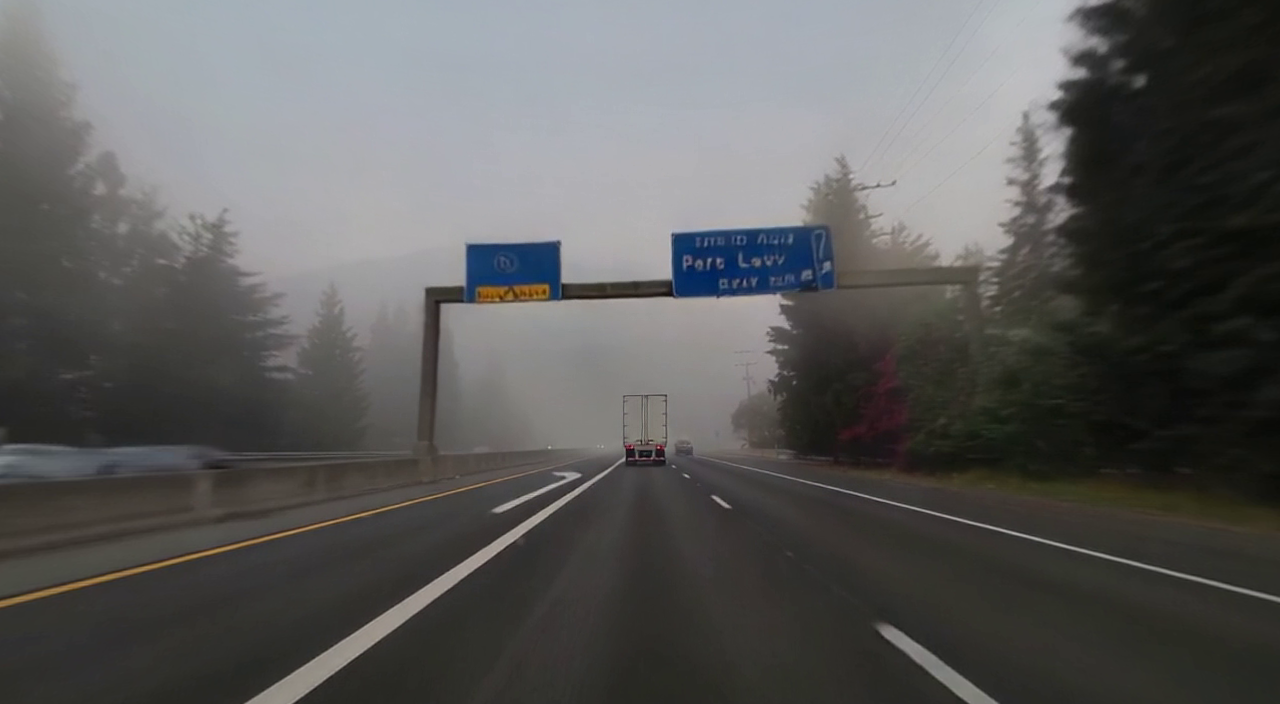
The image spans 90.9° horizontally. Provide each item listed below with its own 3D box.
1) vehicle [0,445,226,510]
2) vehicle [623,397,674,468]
[{"bbox_3d":[-16.140,3.781,19.824,2.048,1.702,6.079,0,-8,1],"label":"vehicle"},{"bbox_3d":[0.394,5.519,42.516,2.919,4.101,11.541,0,-8,-1],"label":"vehicle"}]
